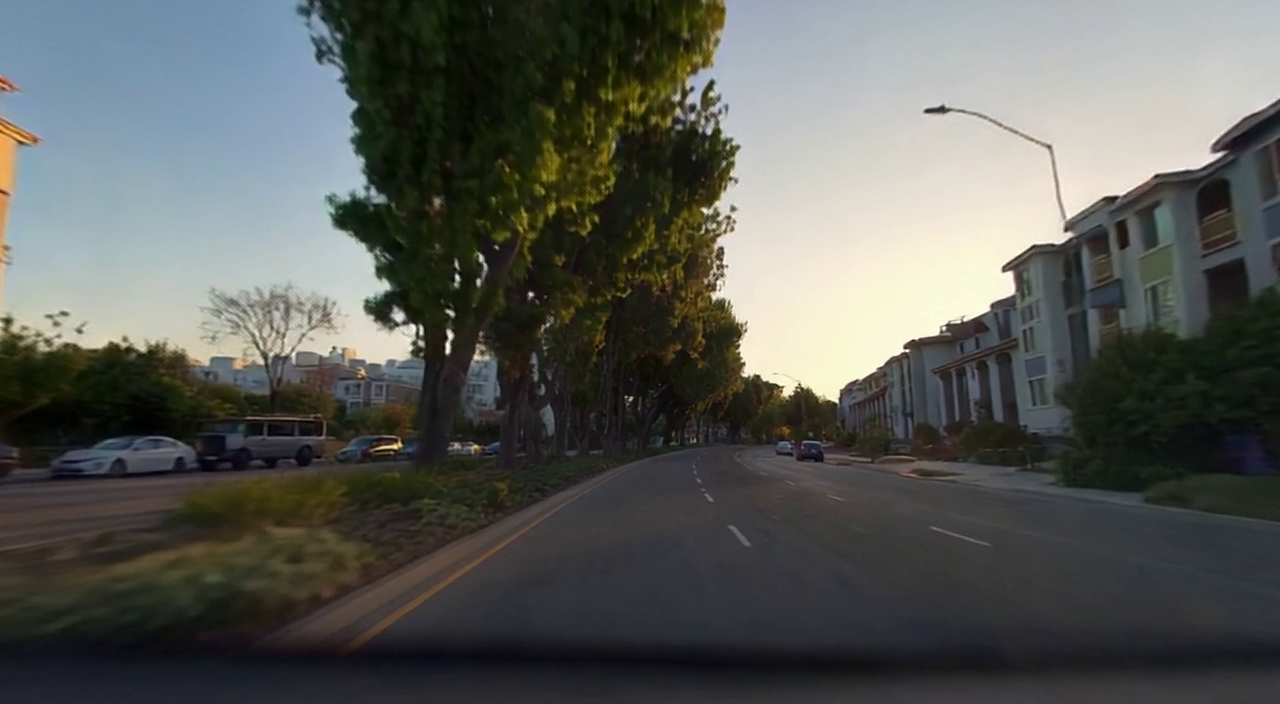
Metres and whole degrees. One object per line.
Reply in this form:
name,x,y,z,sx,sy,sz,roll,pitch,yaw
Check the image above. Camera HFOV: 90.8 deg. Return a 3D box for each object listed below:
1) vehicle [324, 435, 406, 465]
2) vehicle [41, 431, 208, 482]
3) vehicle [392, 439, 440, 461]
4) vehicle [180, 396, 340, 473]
vehicle,-17.211,6.172,39.944,2.226,1.733,5.775,-2,-9,4
vehicle,-18.500,3.796,23.073,1.876,1.624,4.827,-2,-9,2
vehicle,-16.574,7.291,46.963,1.802,1.487,4.359,-3,-9,4
vehicle,-17.858,4.076,30.404,2.781,3.224,7.055,-1,-9,5
